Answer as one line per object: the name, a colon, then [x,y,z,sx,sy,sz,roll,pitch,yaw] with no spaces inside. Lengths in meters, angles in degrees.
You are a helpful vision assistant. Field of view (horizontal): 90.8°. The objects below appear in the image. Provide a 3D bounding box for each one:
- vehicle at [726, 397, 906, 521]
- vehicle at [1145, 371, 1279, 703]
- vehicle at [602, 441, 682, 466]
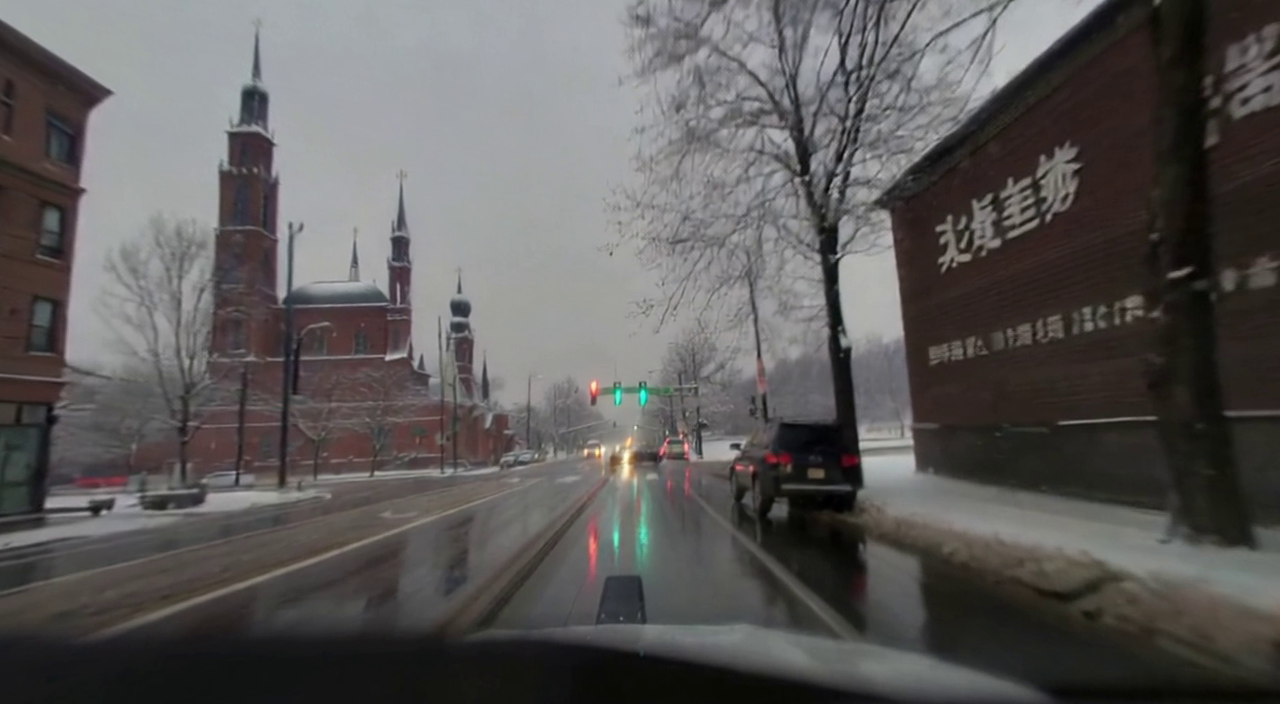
vehicle: [3.319,2.202,13.407,2.269,2.046,5.649,0,-8,1]
vehicle: [3.420,0.698,0.582,1.963,1.862,4.724,-3,-8,1]
vehicle: [0.117,6.292,39.198,4.620,1.476,1.881,5,-10,-29]
